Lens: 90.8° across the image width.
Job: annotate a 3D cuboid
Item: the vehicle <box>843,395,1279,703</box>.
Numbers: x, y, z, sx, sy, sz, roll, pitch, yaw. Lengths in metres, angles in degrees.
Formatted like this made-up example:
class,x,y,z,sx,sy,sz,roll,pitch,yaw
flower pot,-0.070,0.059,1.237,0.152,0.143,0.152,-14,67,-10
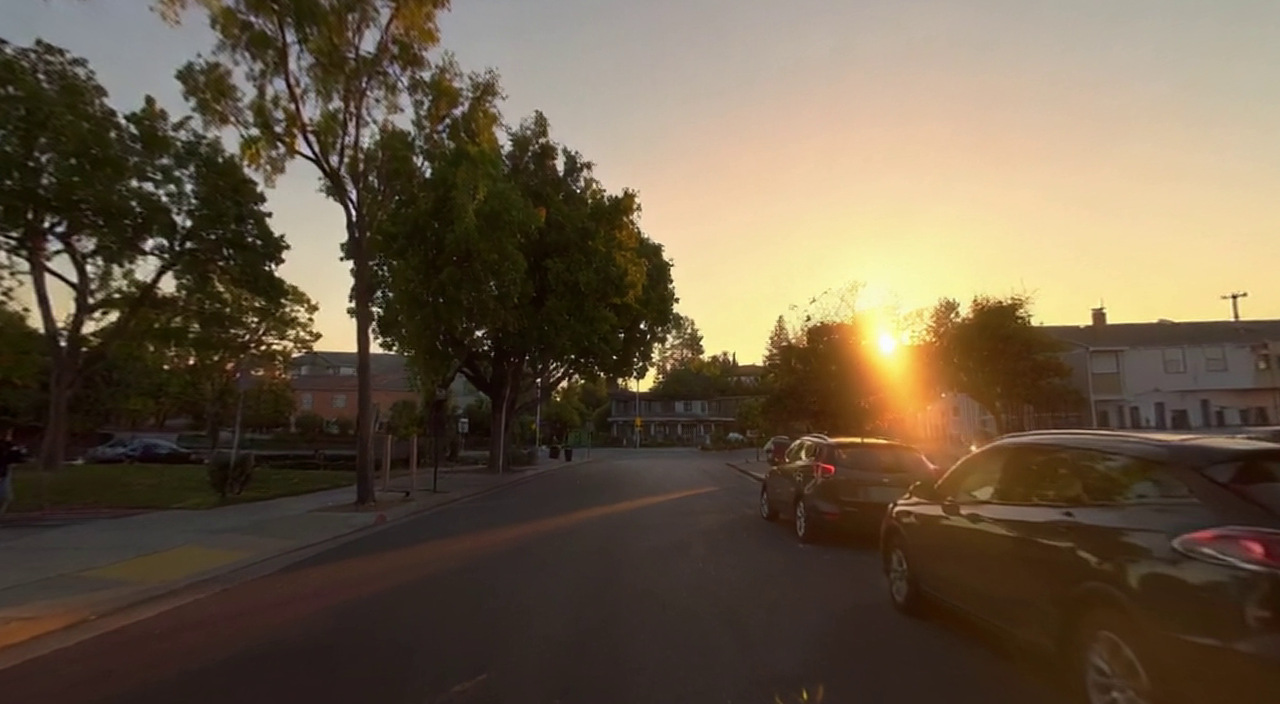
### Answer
class,x,y,z,sx,sy,sz,roll,pitch,yaw
vehicle,3.068,1.202,4.018,2.064,1.532,4.596,0,-8,1
